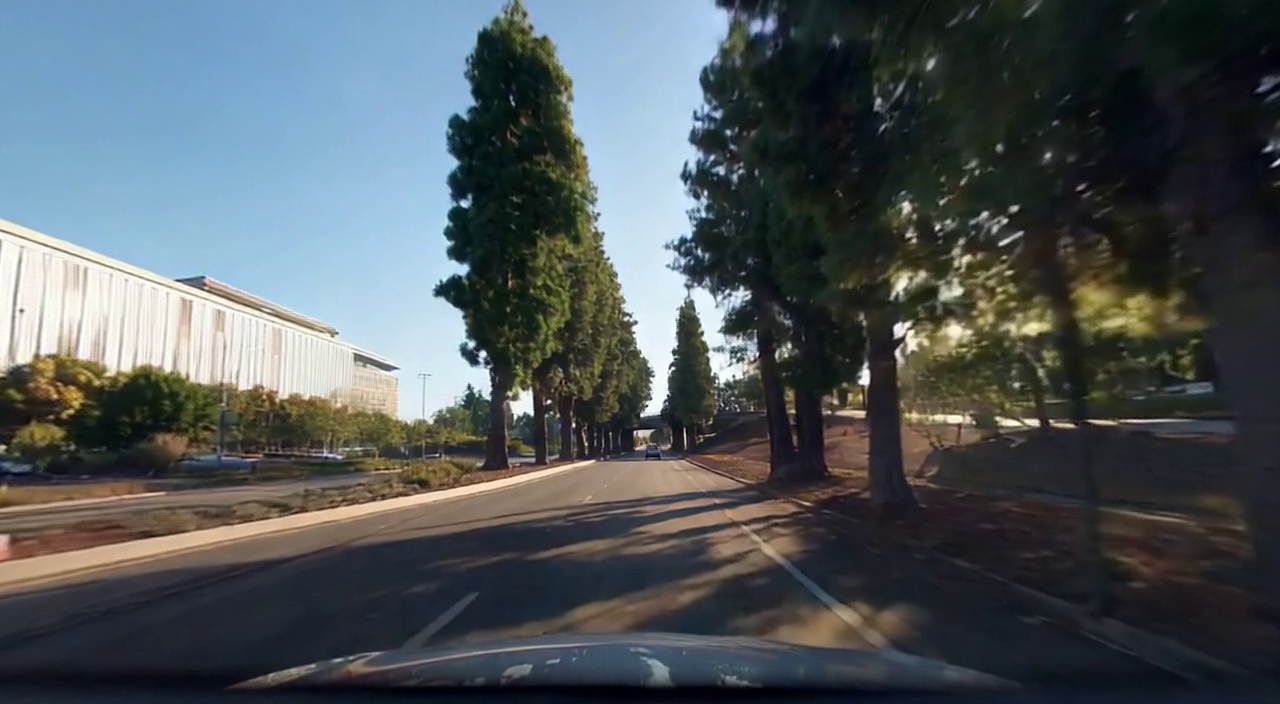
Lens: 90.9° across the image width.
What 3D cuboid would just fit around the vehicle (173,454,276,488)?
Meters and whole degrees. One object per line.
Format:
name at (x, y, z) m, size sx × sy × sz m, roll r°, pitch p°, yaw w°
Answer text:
vehicle at (-21.523, 6.159, 32.939) m, size 1.945 × 1.481 × 5.005 m, roll -3°, pitch -8°, yaw 1°
